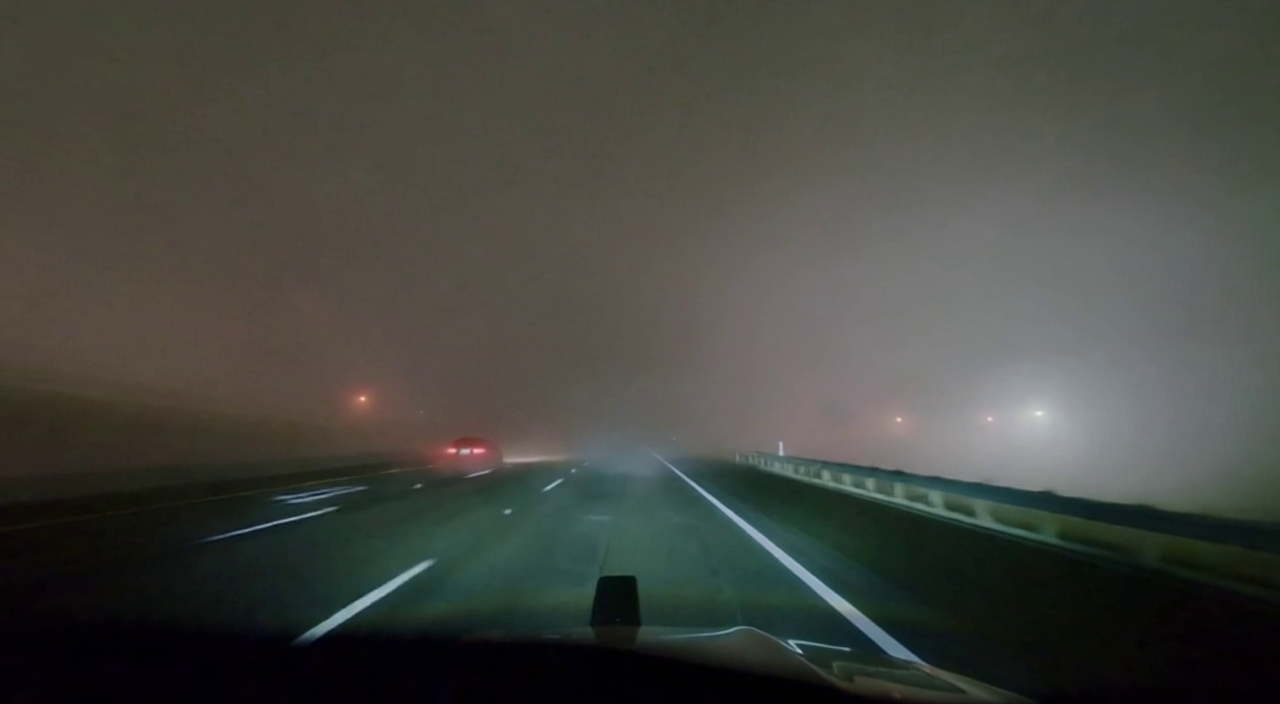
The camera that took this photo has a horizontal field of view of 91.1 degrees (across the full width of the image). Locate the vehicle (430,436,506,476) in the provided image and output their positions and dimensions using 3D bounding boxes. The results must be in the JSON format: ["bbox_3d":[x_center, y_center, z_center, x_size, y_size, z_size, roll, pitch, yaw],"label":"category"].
[{"bbox_3d":[-6.981,4.228,26.010,1.989,1.473,4.345,0,-8,-1],"label":"vehicle"}]
